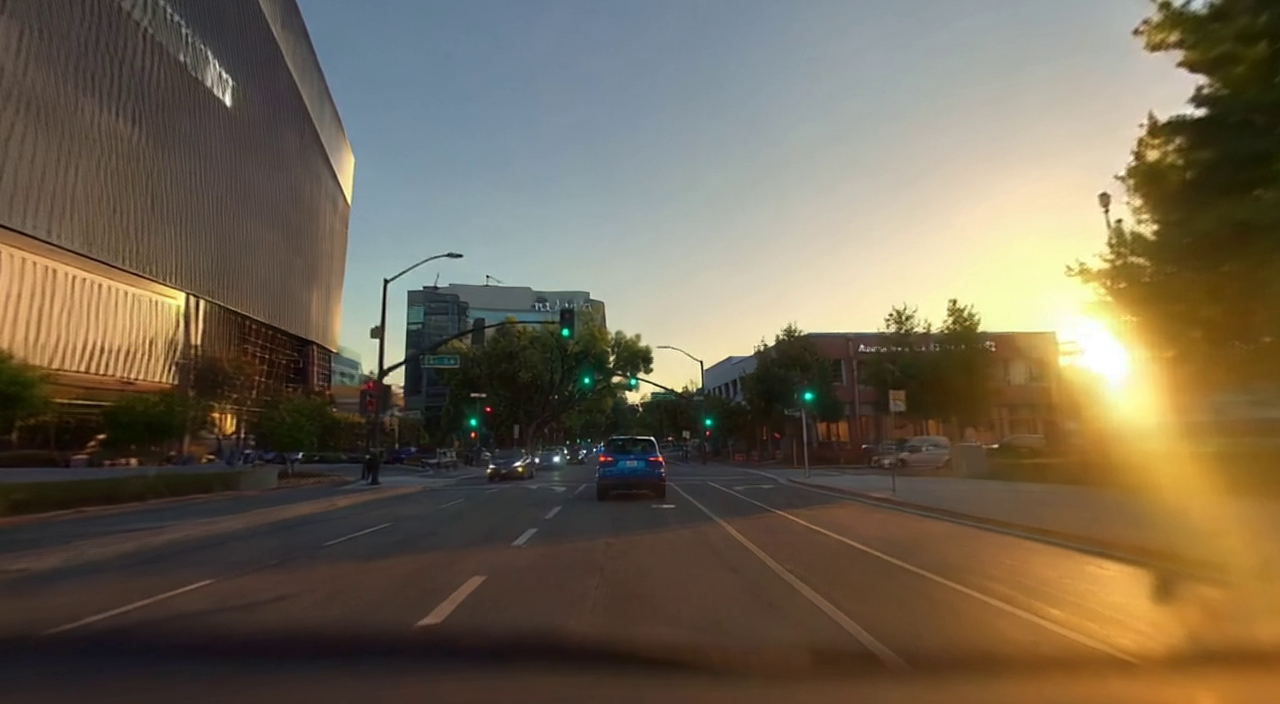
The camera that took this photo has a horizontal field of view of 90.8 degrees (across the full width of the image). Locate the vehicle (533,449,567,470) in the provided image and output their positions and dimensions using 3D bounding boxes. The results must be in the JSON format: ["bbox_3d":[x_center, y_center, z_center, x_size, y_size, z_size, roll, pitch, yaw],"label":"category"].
[{"bbox_3d":[-6.910,8.310,48.997,1.934,1.476,4.457,0,-8,1],"label":"vehicle"}]

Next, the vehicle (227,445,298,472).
[{"bbox_3d":[-26.655,7.494,44.566,4.393,1.730,2.151,-5,-9,26],"label":"vehicle"}]

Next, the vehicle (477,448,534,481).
[{"bbox_3d":[-6.588,5.546,31.347,1.908,1.475,4.337,0,-8,0],"label":"vehicle"}]

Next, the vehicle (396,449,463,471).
[{"bbox_3d":[-16.619,8.512,49.946,4.588,1.582,1.980,6,-11,-33],"label":"vehicle"}]

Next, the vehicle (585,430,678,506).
[{"bbox_3d":[-0.265,3.047,17.042,2.183,1.765,4.059,0,-8,-2],"label":"vehicle"}]
